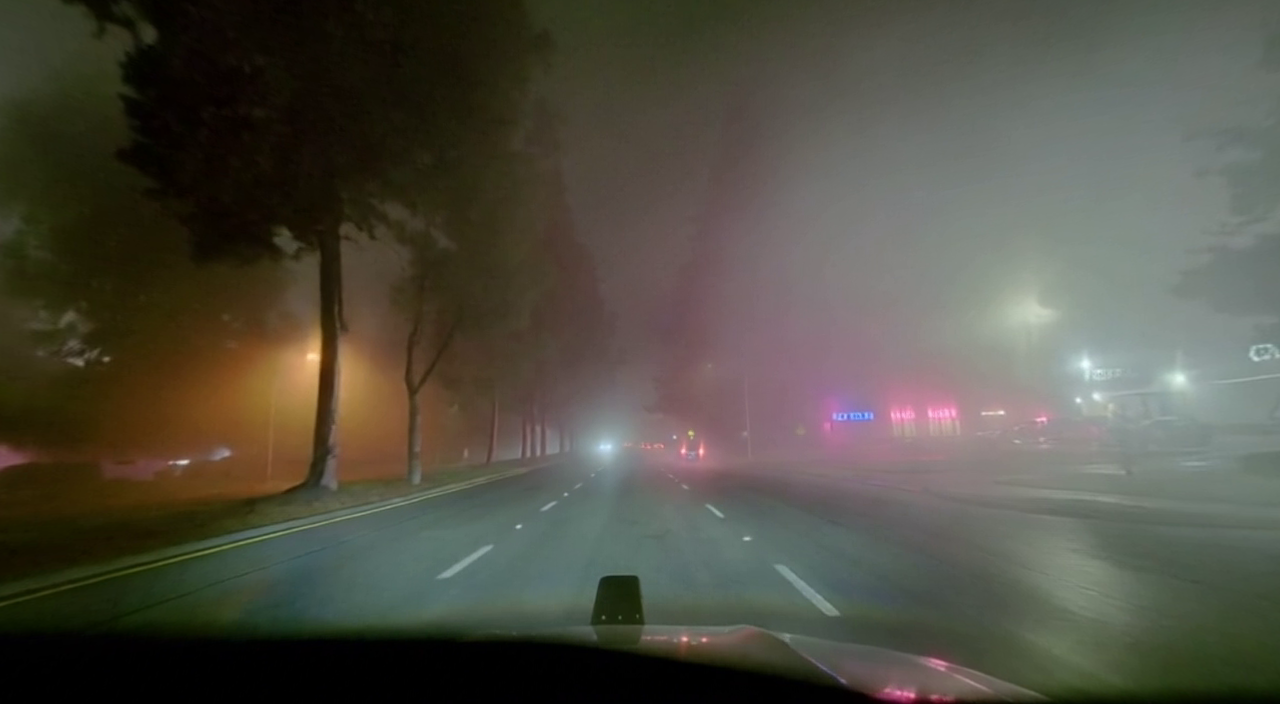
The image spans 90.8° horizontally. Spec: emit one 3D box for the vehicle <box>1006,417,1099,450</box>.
[{"bbox_3d":[21.792,4.382,33.631,1.911,1.604,4.411,0,-8,-1],"label":"vehicle"}]

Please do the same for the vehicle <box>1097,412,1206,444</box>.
[{"bbox_3d":[27.573,4.138,34.289,2.037,1.633,4.447,1,-7,-4],"label":"vehicle"}]

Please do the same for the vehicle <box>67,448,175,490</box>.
[{"bbox_3d":[-35.189,7.894,43.144,2.182,2.543,6.006,0,-8,0],"label":"vehicle"}]

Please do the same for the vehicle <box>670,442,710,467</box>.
[{"bbox_3d":[3.149,6.586,40.746,2.033,1.482,4.571,0,-8,-2],"label":"vehicle"}]
